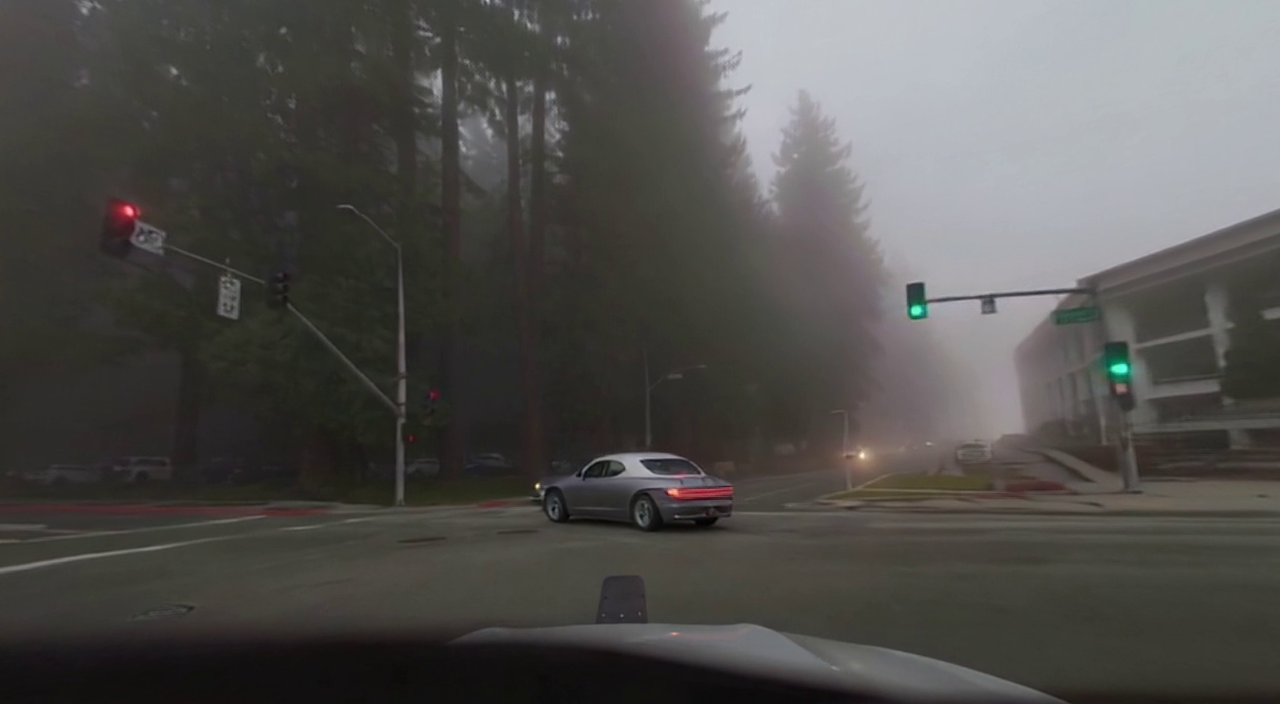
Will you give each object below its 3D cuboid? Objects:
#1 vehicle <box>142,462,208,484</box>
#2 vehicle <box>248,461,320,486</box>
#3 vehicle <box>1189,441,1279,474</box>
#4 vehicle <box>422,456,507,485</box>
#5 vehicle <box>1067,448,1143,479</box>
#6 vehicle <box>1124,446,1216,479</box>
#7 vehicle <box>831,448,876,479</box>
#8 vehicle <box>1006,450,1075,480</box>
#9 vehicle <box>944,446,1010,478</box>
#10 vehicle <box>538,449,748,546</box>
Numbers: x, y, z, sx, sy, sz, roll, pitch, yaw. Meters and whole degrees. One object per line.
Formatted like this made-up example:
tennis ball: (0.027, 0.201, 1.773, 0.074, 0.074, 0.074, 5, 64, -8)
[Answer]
vehicle: (-32.535, 8.433, 44.278, 1.627, 1.392, 3.330, -3, -9, 16)
vehicle: (-23.116, 7.890, 41.161, 1.709, 1.410, 3.945, -3, -9, 16)
vehicle: (26.884, 4.767, 28.637, 1.704, 1.365, 3.315, -3, -9, 18)
vehicle: (-9.747, 6.542, 35.145, 4.207, 1.508, 1.875, -3, -9, 20)
vehicle: (21.787, 5.218, 29.736, 1.692, 1.343, 3.352, -2, -9, 15)
vehicle: (24.341, 5.065, 29.193, 2.006, 1.371, 3.426, -3, -9, 17)
vehicle: (11.178, 5.826, 33.320, 2.024, 1.489, 4.613, -3, -9, 17)
vehicle: (19.505, 5.494, 30.927, 1.889, 1.358, 3.751, -3, -9, 18)
vehicle: (16.640, 5.429, 31.393, 1.983, 1.453, 4.180, -3, -9, 16)
vehicle: (-0.119, 2.687, 12.433, 1.903, 1.529, 4.254, 7, -11, -37)
